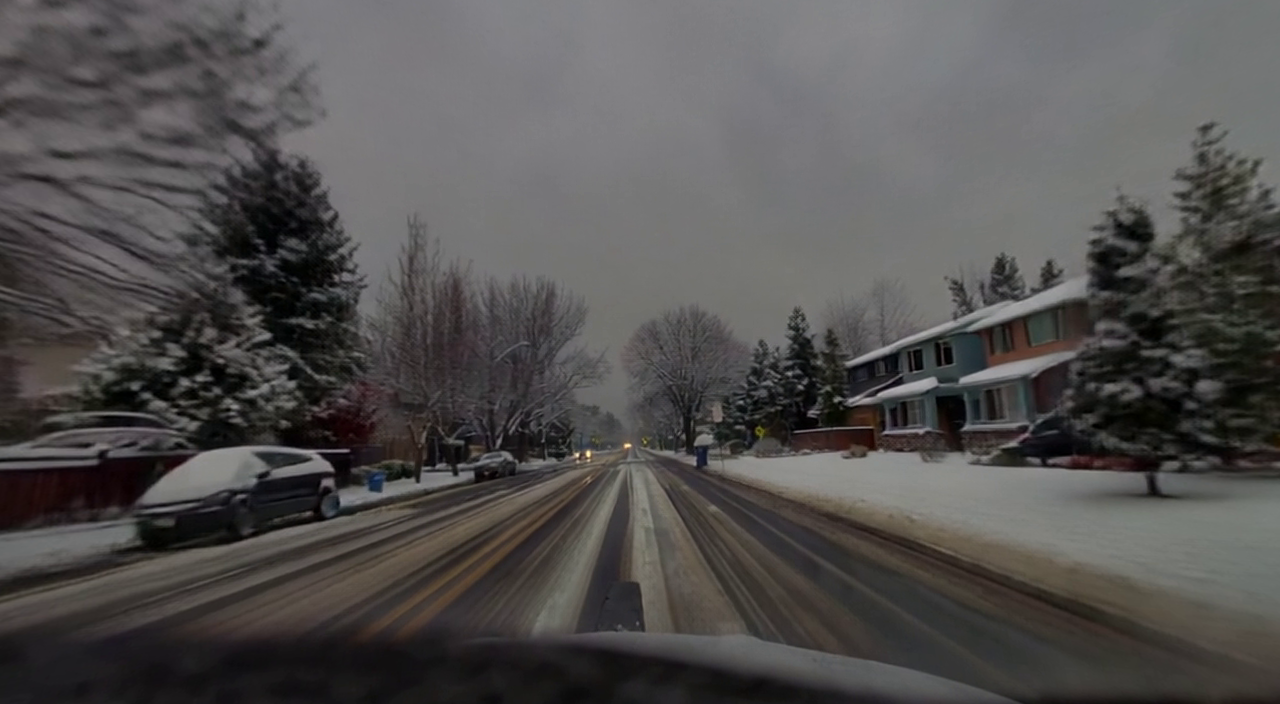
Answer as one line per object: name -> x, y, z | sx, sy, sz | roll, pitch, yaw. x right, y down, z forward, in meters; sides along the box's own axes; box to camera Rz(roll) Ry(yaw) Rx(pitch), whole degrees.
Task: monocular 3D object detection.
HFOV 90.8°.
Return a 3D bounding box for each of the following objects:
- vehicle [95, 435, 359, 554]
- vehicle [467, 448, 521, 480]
vehicle -> -7.795, 2.666, 12.685 | 2.122, 1.739, 4.770 | -5, -8, 0
vehicle -> -7.970, 6.109, 34.766 | 1.880, 1.469, 4.221 | -5, -9, 1
